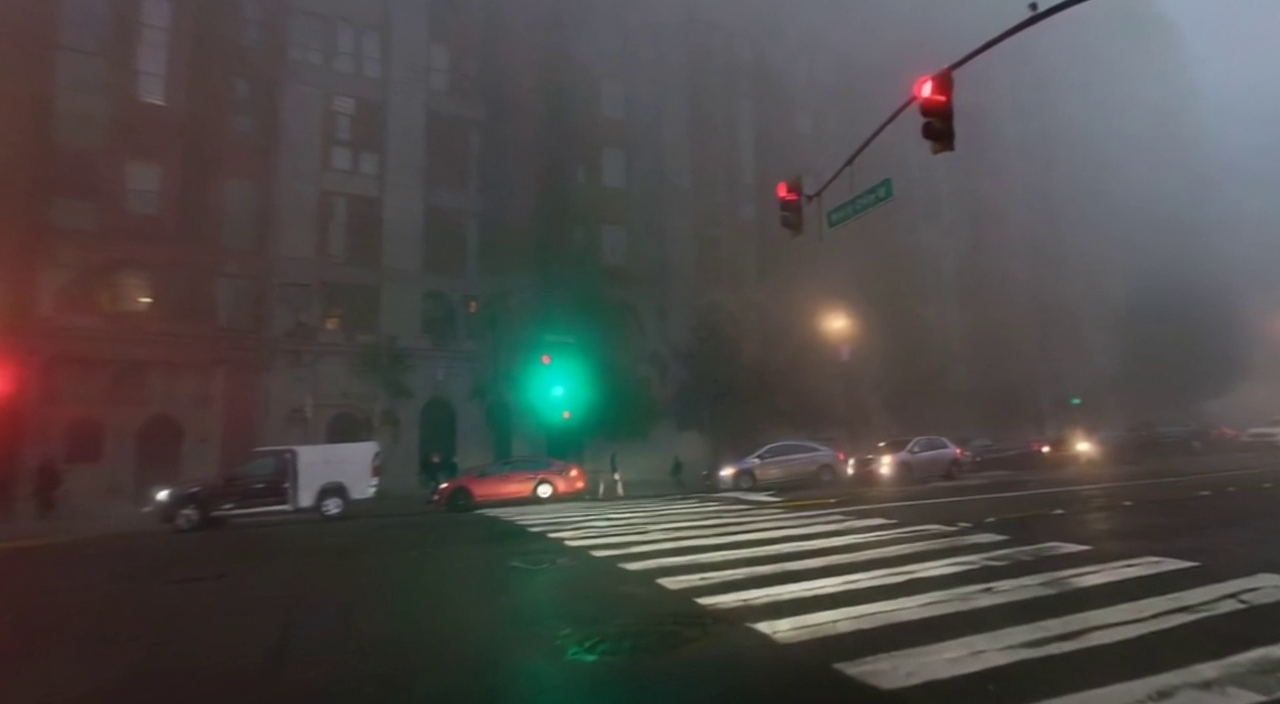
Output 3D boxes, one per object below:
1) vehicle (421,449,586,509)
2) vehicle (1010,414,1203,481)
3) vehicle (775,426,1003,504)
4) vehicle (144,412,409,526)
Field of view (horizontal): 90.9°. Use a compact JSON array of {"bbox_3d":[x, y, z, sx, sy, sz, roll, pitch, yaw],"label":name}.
[{"bbox_3d":[-4.025,3.694,18.679,4.515,1.583,1.920,3,-9,-17],"label":"vehicle"},{"bbox_3d":[12.139,2.484,16.437,4.390,1.552,1.925,3,-9,-22],"label":"vehicle"},{"bbox_3d":[5.536,2.458,14.060,4.600,1.506,1.878,3,-9,-21],"label":"vehicle"},{"bbox_3d":[-10.199,3.343,18.554,6.182,2.913,2.526,3,-9,-18],"label":"vehicle"}]
